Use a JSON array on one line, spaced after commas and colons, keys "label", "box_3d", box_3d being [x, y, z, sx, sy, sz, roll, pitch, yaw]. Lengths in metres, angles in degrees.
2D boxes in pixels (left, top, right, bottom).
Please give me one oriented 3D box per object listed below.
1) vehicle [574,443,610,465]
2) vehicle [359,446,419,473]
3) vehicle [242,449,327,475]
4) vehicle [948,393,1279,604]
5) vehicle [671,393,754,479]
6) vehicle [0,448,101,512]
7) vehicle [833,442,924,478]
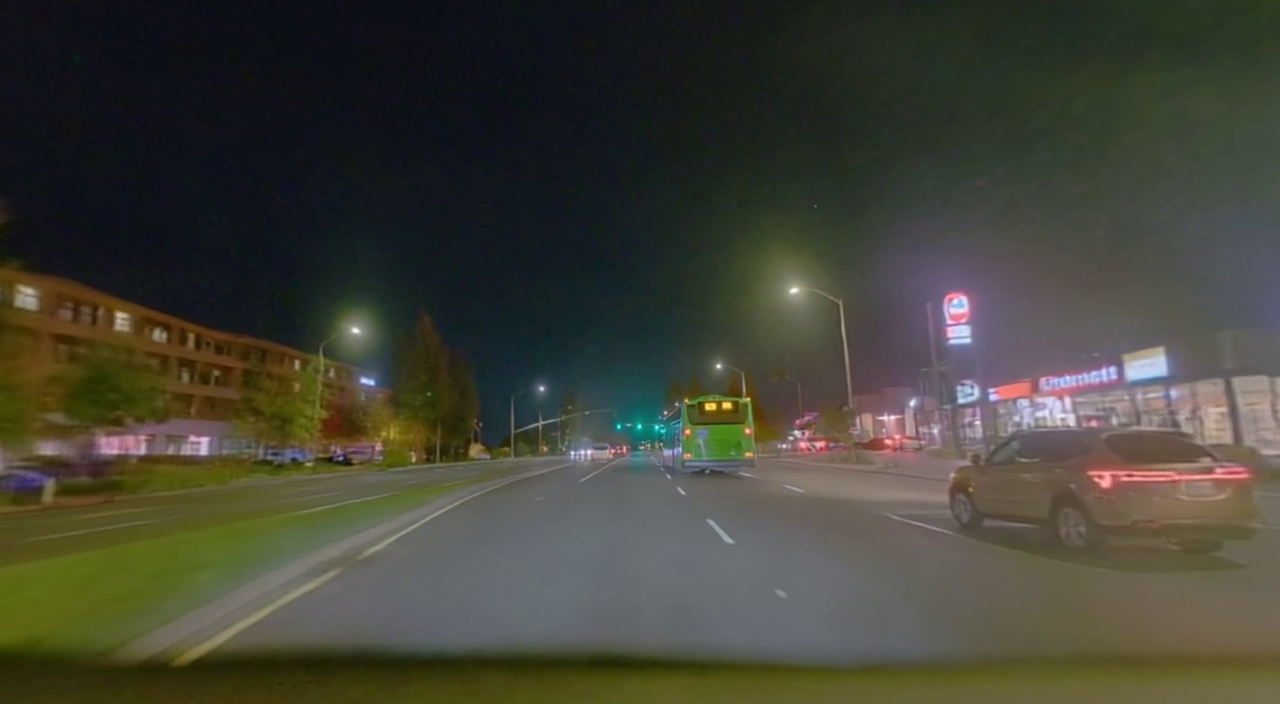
[{"label": "vehicle", "box_3d": [-3.273, 7.082, 43.738, 2.211, 1.416, 4.179, 0, -8, -1]}, {"label": "vehicle", "box_3d": [-19.230, 8.221, 48.510, 2.123, 1.905, 5.972, -2, -9, 1]}, {"label": "vehicle", "box_3d": [-25.023, 7.725, 44.377, 4.724, 1.734, 2.076, 0, -8, 1]}, {"label": "vehicle", "box_3d": [6.029, 1.564, 7.671, 2.129, 1.754, 4.668, 0, -8, 0]}, {"label": "vehicle", "box_3d": [3.018, 3.900, 28.960, 2.766, 3.306, 9.281, 0, -8, 0]}, {"label": "vehicle", "box_3d": [-19.128, 3.729, 18.253, 2.277, 1.764, 5.283, -2, -8, 0]}, {"label": "vehicle", "box_3d": [10.505, 4.766, 28.185, 2.073, 1.443, 4.860, 0, -8, -2]}]
